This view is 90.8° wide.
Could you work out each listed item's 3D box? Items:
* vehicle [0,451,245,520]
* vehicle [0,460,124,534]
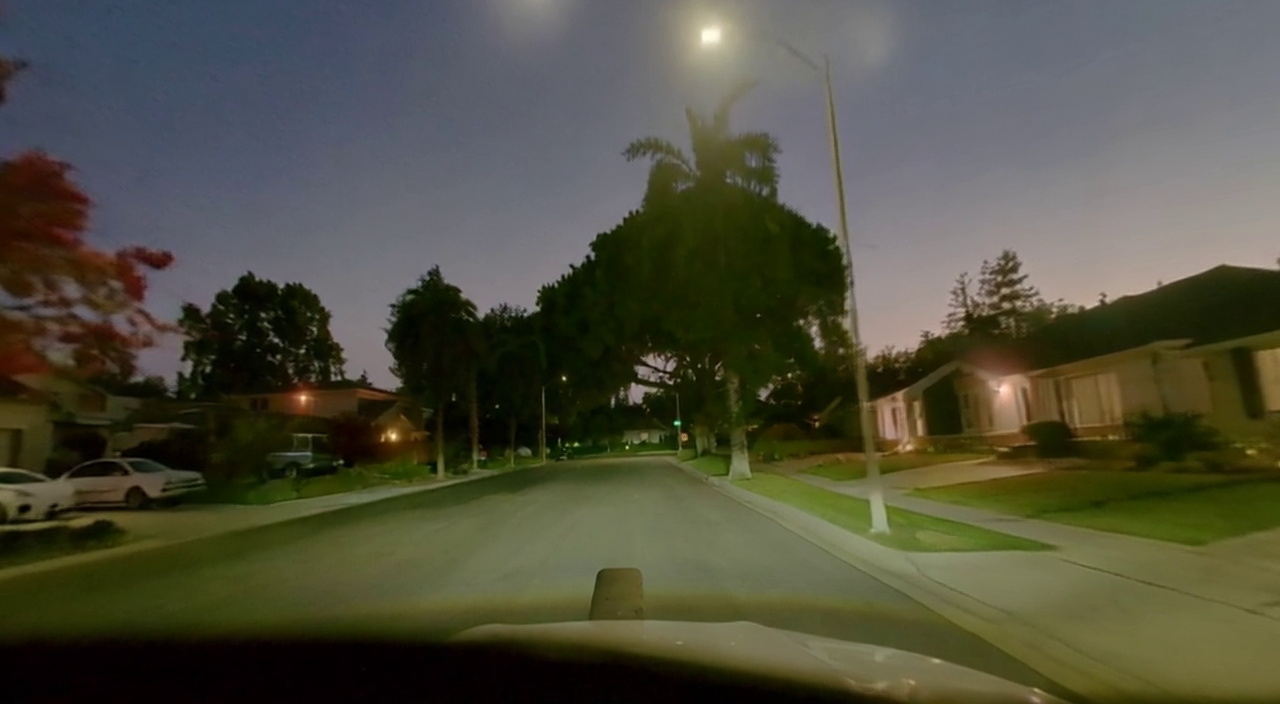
[{"bbox_3d":[-14.363,3.685,17.787,5.050,1.774,2.031,0,-9,-2],"label":"vehicle"},{"bbox_3d":[-15.100,3.302,14.631,4.358,1.516,2.077,0,-9,-3],"label":"vehicle"}]
